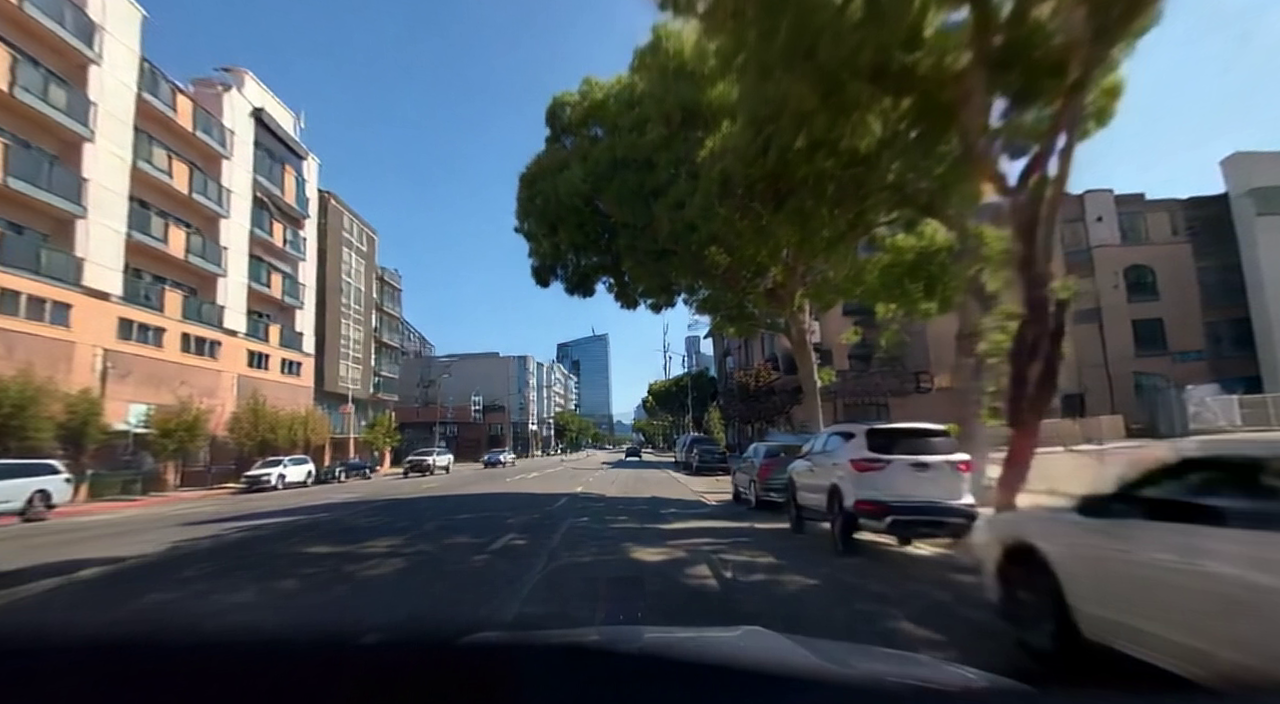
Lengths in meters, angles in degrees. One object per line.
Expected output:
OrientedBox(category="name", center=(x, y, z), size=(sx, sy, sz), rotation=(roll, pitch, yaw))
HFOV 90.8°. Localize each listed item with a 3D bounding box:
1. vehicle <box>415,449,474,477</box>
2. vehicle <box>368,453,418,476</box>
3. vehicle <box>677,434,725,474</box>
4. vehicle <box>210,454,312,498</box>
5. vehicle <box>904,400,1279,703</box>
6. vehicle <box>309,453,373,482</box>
OrientedBox(category="vehicle", center=(-11.442, 6.495, 37.370), size=(1.982, 1.515, 4.648), rotation=(0, -8, 0))
OrientedBox(category="vehicle", center=(-18.127, 8.247, 46.578), size=(1.932, 1.510, 4.685), rotation=(0, -8, -2))
OrientedBox(category="vehicle", center=(3.114, 5.294, 33.037), size=(1.935, 1.920, 4.397), rotation=(0, -8, -2))
OrientedBox(category="vehicle", center=(-14.523, 4.726, 24.448), size=(1.656, 1.488, 3.677), rotation=(0, -8, -1))
OrientedBox(category="vehicle", center=(3.371, 1.104, 3.505), size=(1.924, 1.492, 4.587), rotation=(0, -8, 1))
OrientedBox(category="vehicle", center=(-18.226, 7.037, 38.740), size=(1.826, 1.544, 4.680), rotation=(0, -8, -2))
